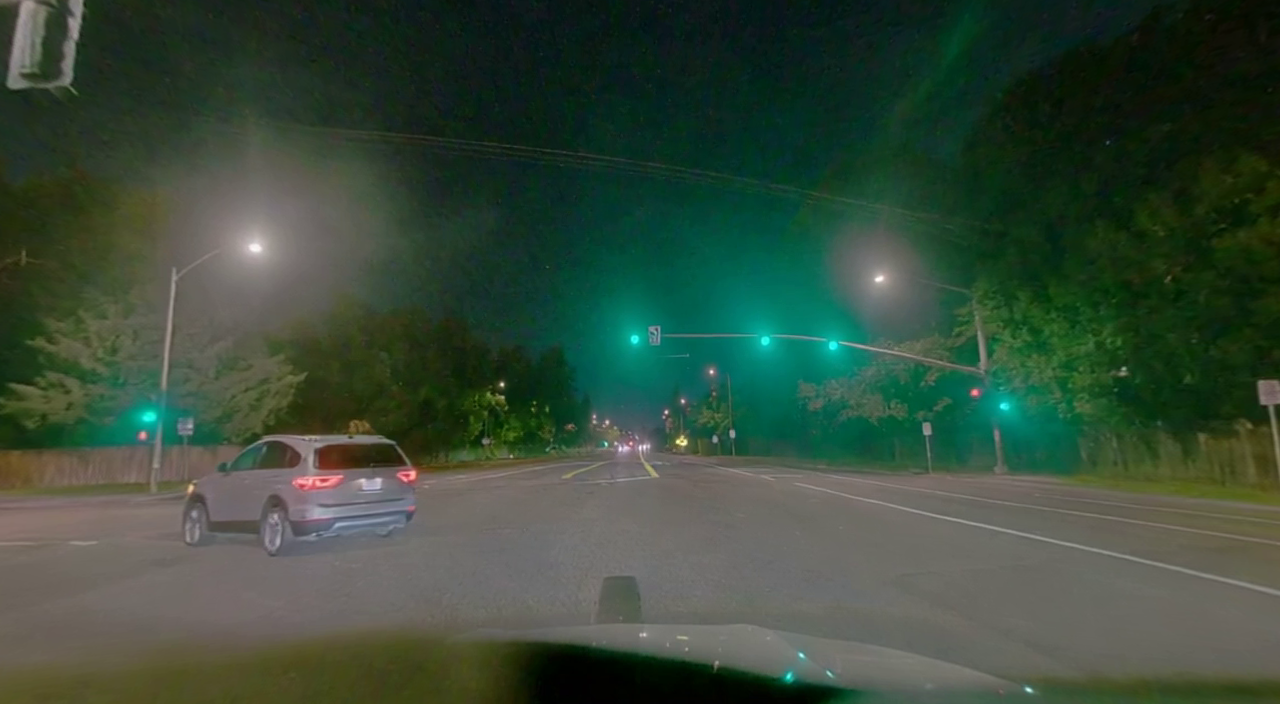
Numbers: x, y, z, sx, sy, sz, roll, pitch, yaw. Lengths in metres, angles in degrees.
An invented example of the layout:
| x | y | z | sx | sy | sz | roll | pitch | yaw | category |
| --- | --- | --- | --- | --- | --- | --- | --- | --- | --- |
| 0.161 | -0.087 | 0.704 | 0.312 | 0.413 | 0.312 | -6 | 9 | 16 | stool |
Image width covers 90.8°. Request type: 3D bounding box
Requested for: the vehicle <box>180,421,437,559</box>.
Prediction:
| x | y | z | sx | sy | sz | roll | pitch | yaw | category |
| --- | --- | --- | --- | --- | --- | --- | --- | --- | --- |
| -5.813 | 2.205 | 10.895 | 4.580 | 1.827 | 2.230 | -7 | -11 | 40 | vehicle |
